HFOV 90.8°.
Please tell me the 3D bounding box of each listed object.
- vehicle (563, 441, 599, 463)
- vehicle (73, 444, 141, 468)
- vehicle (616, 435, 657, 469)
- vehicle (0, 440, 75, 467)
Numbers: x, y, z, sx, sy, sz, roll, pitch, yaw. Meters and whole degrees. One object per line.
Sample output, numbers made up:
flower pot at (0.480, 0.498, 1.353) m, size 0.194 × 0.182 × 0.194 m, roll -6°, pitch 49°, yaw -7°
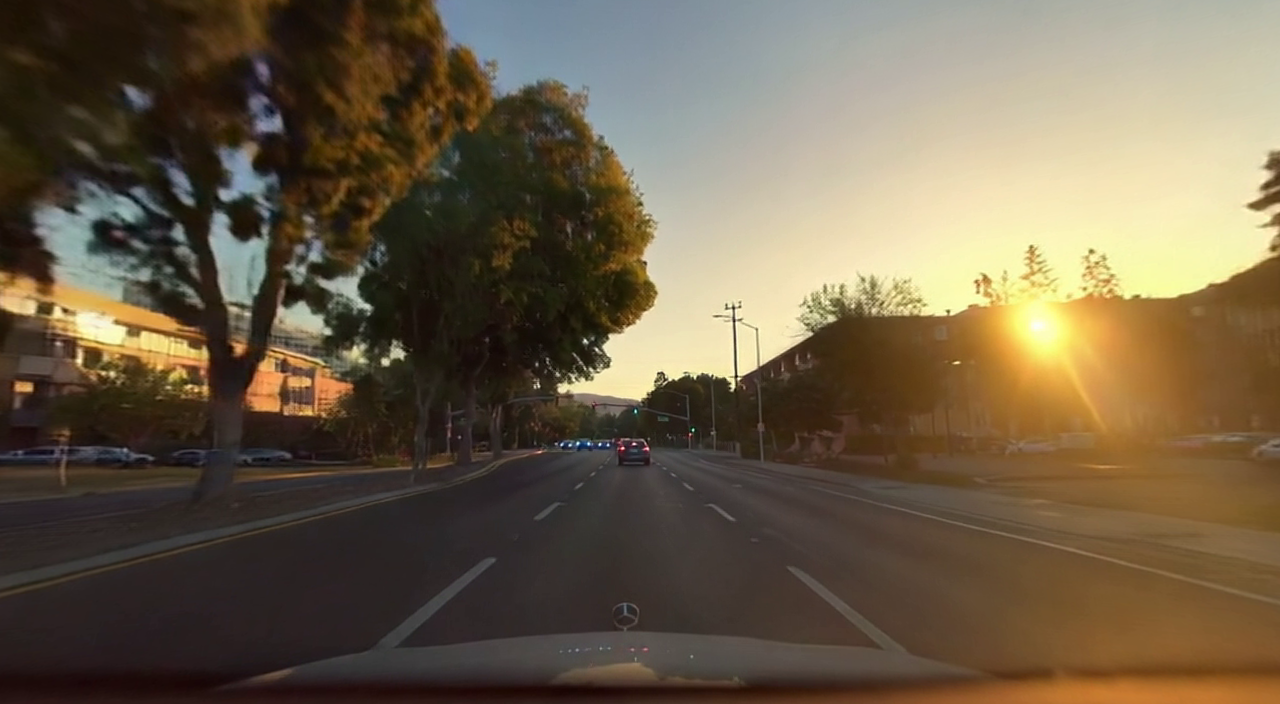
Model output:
vehicle at (-4.056, 6.907, 43.766) m, size 2.075 × 1.474 × 4.367 m, roll 0°, pitch -9°, yaw 0°
vehicle at (-39.862, 7.783, 47.431) m, size 2.271 × 1.687 × 4.754 m, roll 3°, pitch -9°, yaw -19°
vehicle at (-0.238, 5.547, 35.231) m, size 2.188 × 1.782 × 3.982 m, roll 0°, pitch -9°, yaw -1°
vehicle at (-47.690, 7.940, 49.430) m, size 2.427 × 1.959 × 5.505 m, roll 1°, pitch -9°, yaw -8°
